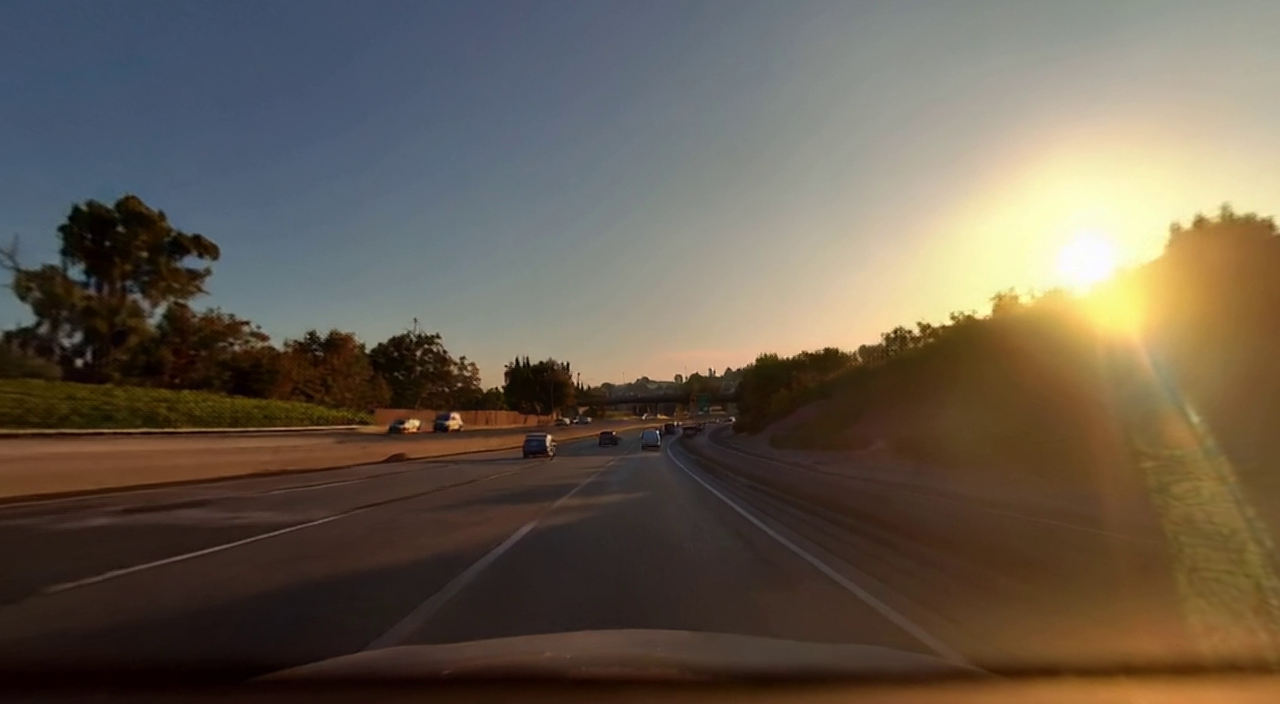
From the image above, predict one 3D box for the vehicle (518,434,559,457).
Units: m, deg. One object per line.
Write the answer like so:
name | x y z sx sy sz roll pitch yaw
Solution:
vehicle | -6.857 6.393 43.082 1.966 1.488 4.243 -1 -8 2
